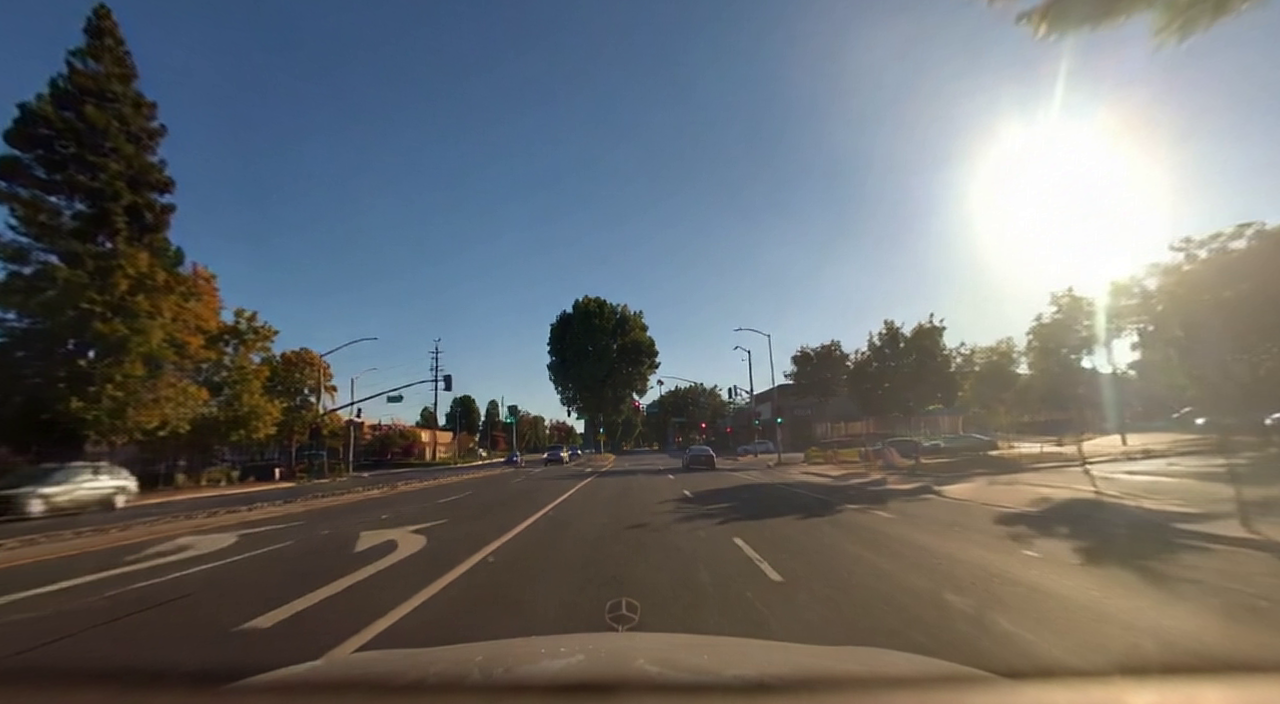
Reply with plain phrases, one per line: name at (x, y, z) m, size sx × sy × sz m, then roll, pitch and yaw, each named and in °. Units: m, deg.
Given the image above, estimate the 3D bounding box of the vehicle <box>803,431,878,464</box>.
vehicle at (13.262, 6.271, 41.604) m, size 5.115 × 1.997 × 2.279 m, roll 6°, pitch -11°, yaw -42°

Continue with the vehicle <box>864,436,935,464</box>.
vehicle at (14.877, 5.606, 36.224) m, size 3.552 × 1.484 × 1.883 m, roll 4°, pitch -9°, yaw -29°

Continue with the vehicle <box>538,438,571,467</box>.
vehicle at (-6.586, 7.637, 48.187) m, size 2.270 × 2.068 × 5.517 m, roll 1°, pitch -8°, yaw -10°

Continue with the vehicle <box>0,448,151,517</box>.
vehicle at (-18.588, 4.067, 20.303) m, size 2.026 × 1.885 × 4.539 m, roll 0°, pitch -8°, yaw 0°

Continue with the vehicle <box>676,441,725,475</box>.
vehicle at (3.008, 5.334, 32.121) m, size 1.961 × 1.580 × 4.020 m, roll 0°, pitch -8°, yaw -2°
